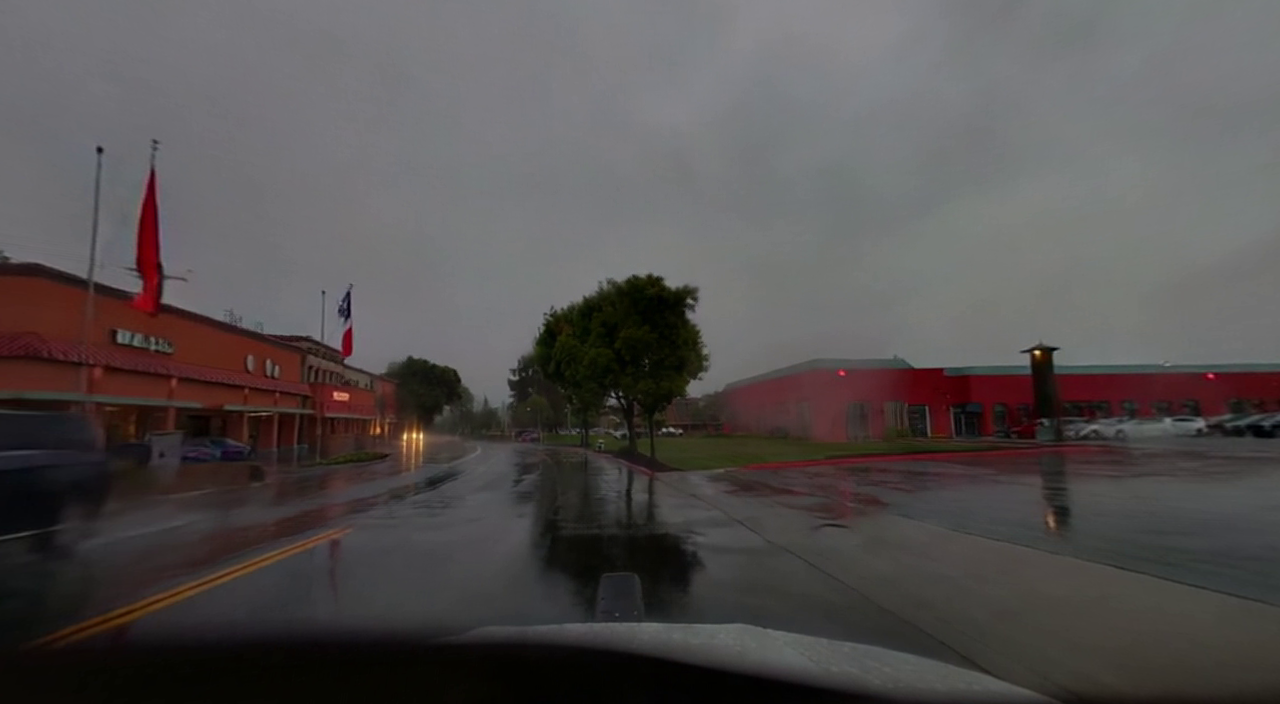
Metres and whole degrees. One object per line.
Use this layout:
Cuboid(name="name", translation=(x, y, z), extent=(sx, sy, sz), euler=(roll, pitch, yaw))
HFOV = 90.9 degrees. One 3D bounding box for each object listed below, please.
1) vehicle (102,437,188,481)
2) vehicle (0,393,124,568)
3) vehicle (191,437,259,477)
Cuboid(name="vehicle", translation=(-20.395, 4.355, 26.146), extent=(1.907, 1.642, 4.020), euler=(4, -9, -26))
Cuboid(name="vehicle", translation=(-7.880, 1.324, 6.305), extent=(2.026, 1.882, 4.277), euler=(1, -8, -5))
Cuboid(name="vehicle", translation=(-17.736, 4.447, 27.065), extent=(1.778, 1.584, 2.802), euler=(3, -8, -20))
